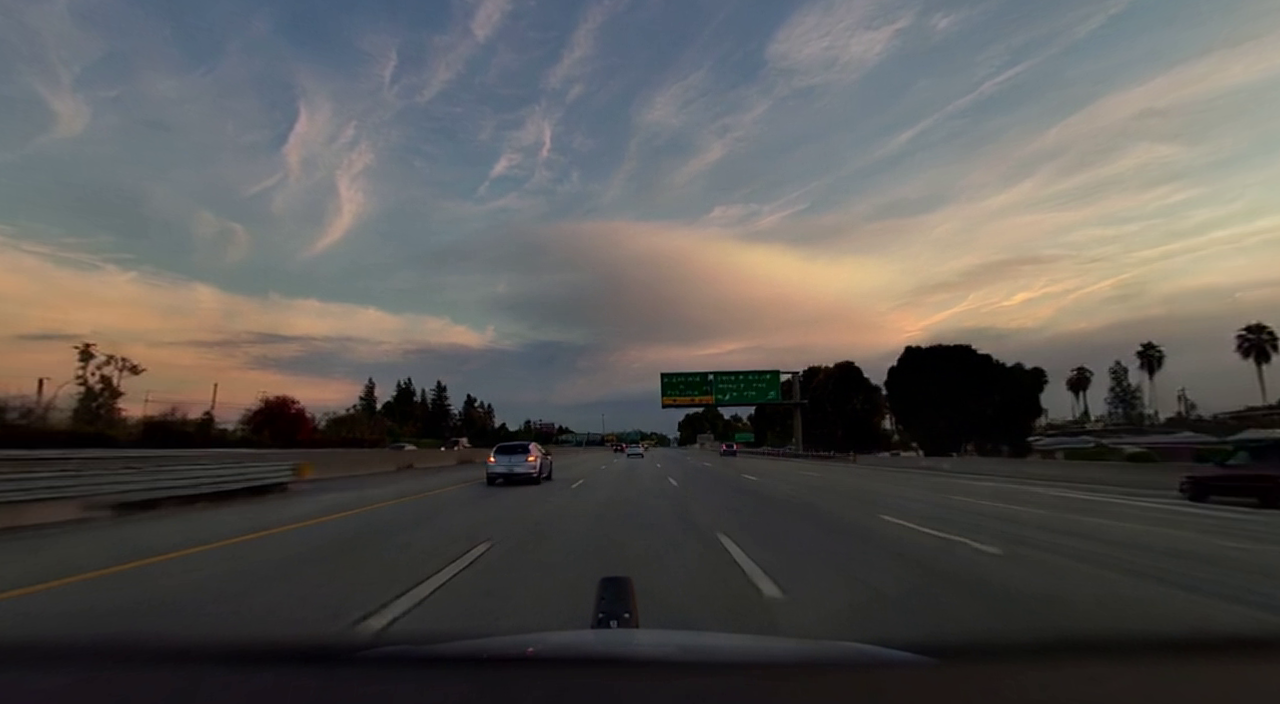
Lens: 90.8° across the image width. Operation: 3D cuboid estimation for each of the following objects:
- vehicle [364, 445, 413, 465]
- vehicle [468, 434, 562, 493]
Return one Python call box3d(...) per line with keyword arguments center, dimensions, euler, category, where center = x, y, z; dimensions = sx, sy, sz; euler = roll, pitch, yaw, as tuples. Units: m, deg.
box3d(center=(-19.537, 7.977, 49.268), dimensions=(1.962, 1.469, 4.599), euler=(0, -8, 0), category="vehicle")
box3d(center=(-3.725, 3.412, 19.769), dimensions=(1.996, 1.617, 4.637), euler=(0, -8, 0), category="vehicle")
